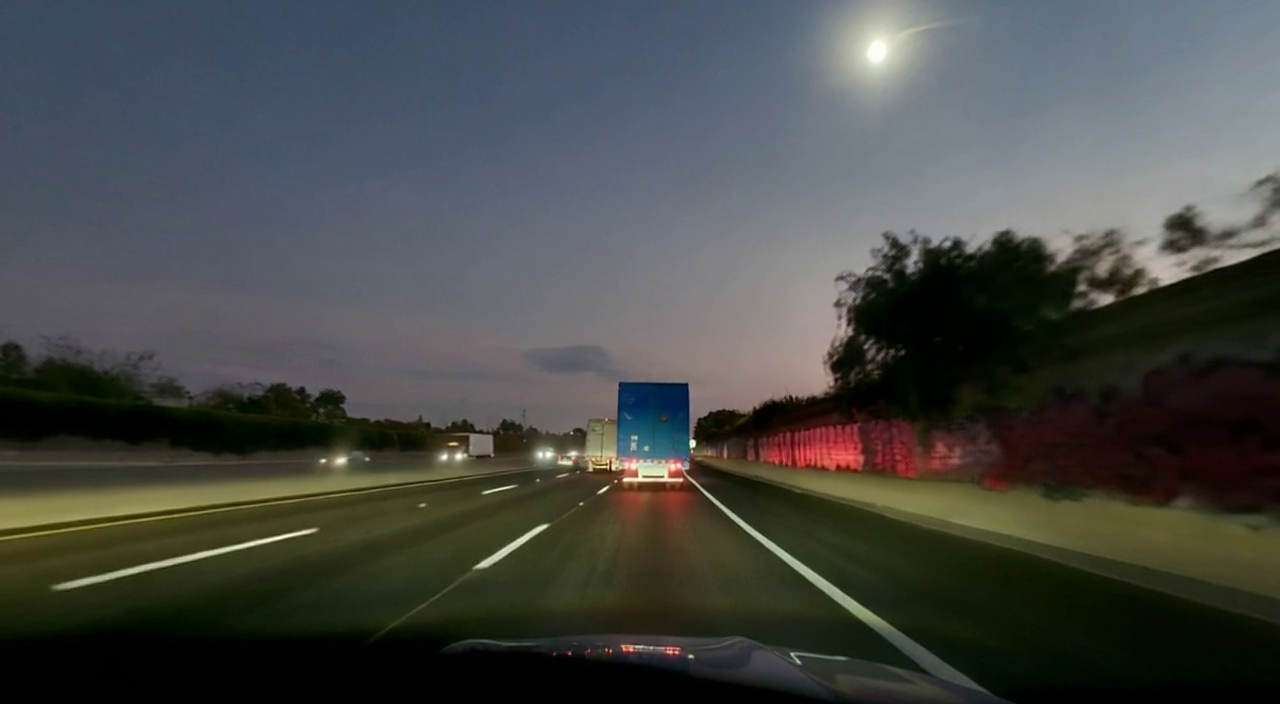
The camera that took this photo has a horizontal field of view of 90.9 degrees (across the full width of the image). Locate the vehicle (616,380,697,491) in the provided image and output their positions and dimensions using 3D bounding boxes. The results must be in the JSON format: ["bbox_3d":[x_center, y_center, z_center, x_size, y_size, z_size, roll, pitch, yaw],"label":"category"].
[{"bbox_3d":[0.709,3.924,28.859,2.997,4.069,10.871,0,-9,1],"label":"vehicle"}]
